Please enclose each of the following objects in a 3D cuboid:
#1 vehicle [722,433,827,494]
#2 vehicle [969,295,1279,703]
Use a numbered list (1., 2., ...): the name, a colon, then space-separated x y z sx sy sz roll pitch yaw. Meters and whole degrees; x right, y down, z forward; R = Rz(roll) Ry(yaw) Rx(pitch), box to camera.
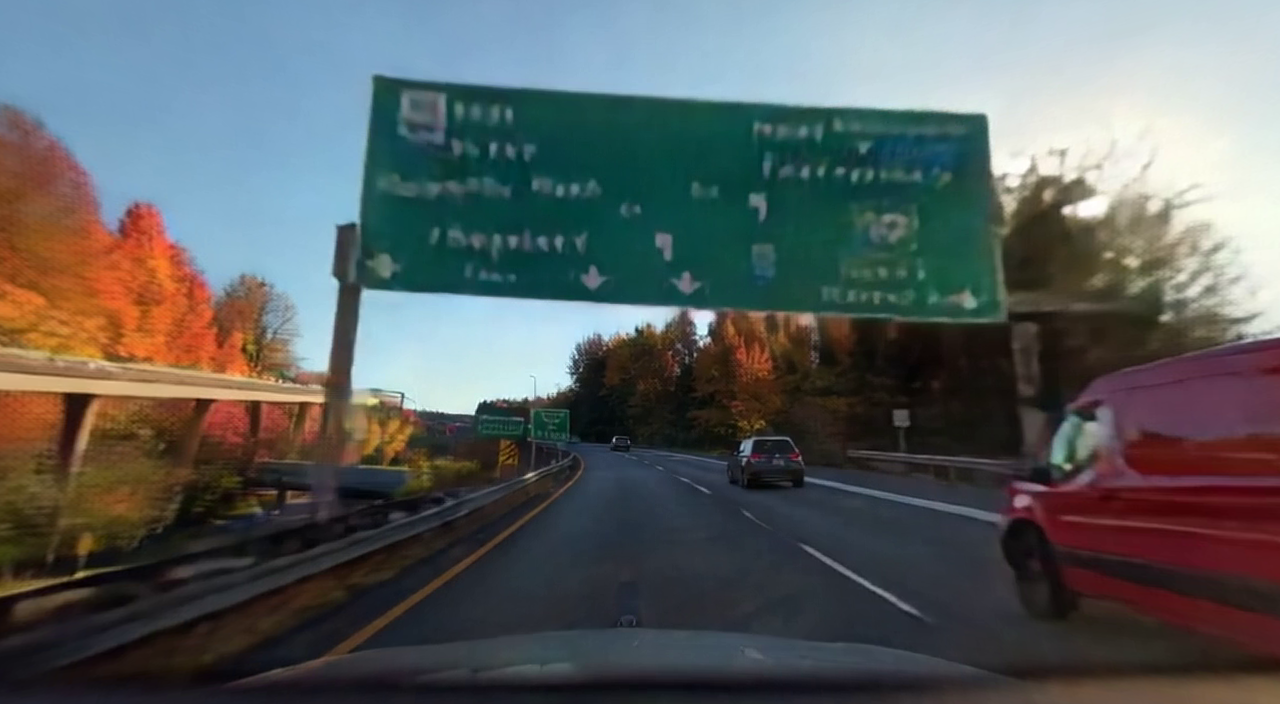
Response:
1. vehicle: 3.732 3.187 18.225 1.952 1.536 4.036 0 -9 -3
2. vehicle: 3.934 0.697 2.670 2.205 1.923 4.956 0 -9 -2
